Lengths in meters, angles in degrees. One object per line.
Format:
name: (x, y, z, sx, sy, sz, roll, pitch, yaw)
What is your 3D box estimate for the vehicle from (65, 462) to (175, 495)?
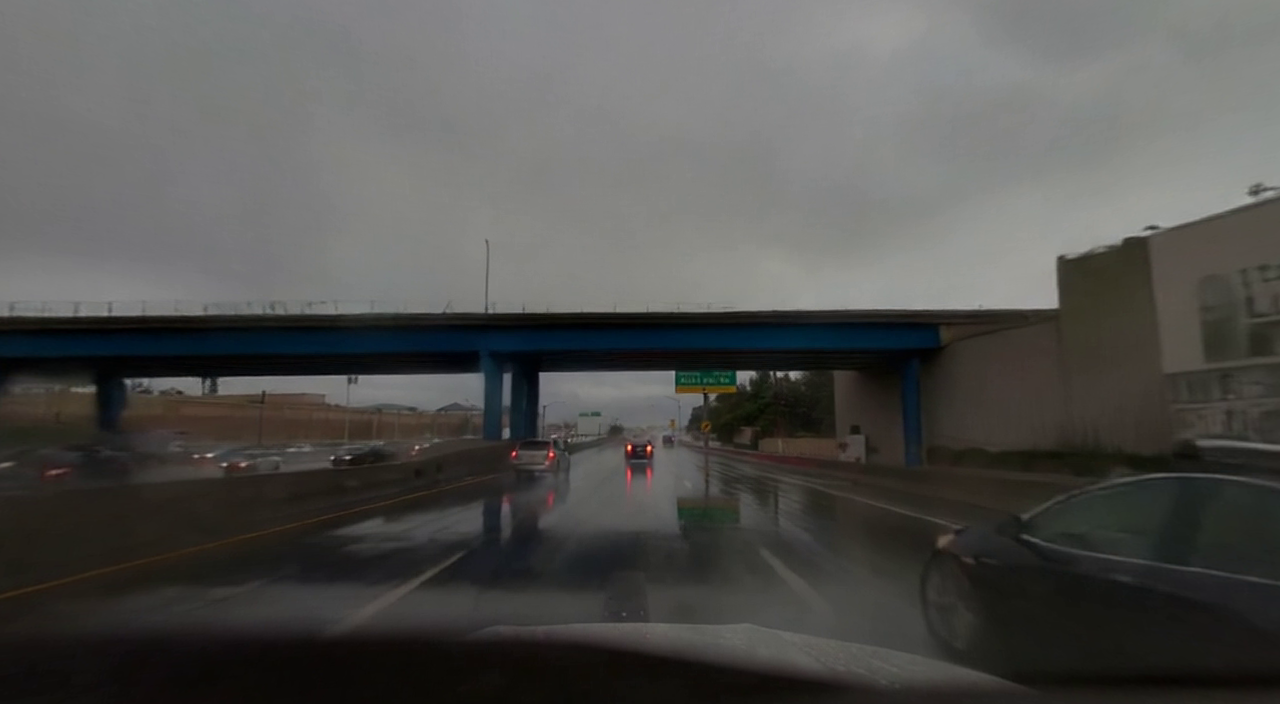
vehicle: (-28.064, 6.802, 34.288, 1.869, 1.537, 4.731, 0, -8, 1)

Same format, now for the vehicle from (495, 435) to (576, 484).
vehicle: (-3.665, 3.870, 22.941, 2.064, 1.589, 4.213, 0, -8, 2)

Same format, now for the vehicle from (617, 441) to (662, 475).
vehicle: (0.001, 4.718, 28.238, 1.877, 1.386, 3.872, 0, -8, 0)

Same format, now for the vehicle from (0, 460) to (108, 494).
vehicle: (-31.843, 6.701, 34.131, 1.938, 1.598, 4.624, 0, -8, 1)
